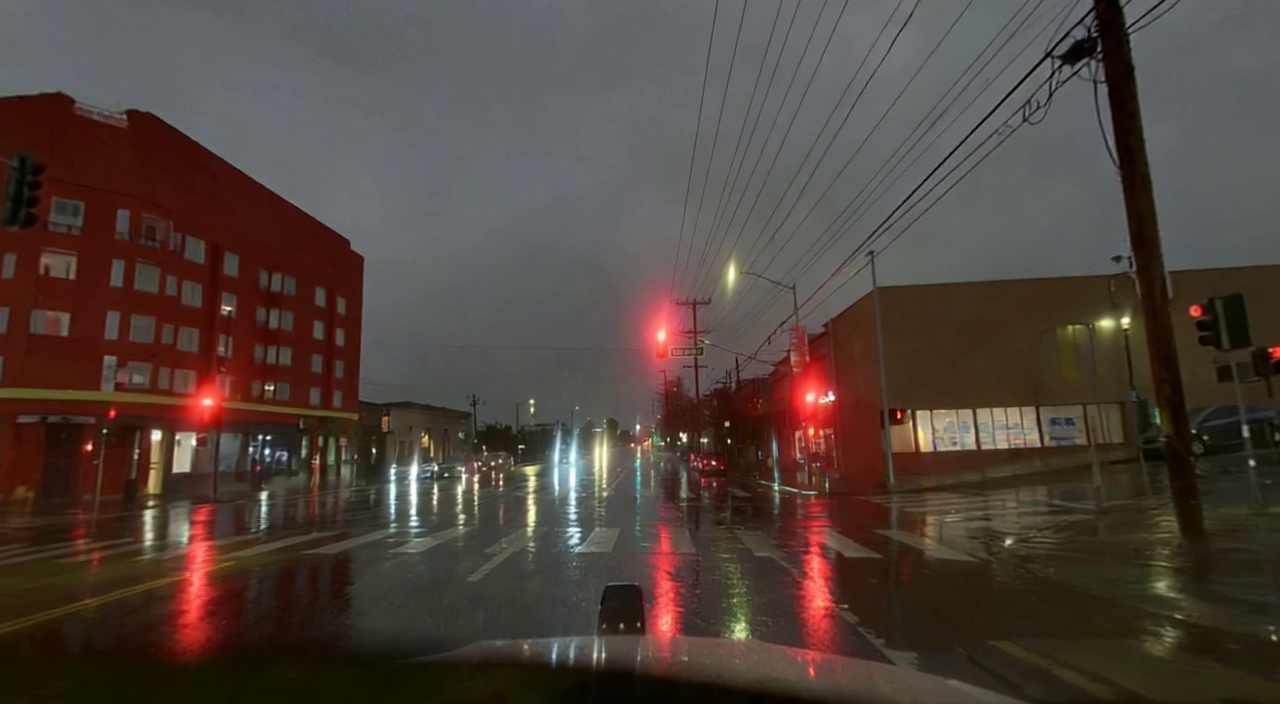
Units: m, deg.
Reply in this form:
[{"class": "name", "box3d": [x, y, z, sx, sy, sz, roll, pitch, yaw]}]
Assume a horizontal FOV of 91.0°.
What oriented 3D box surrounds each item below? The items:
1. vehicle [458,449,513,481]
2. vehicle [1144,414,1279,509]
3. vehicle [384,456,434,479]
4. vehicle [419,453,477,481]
[{"class": "vehicle", "box3d": [-8.710, 6.394, 35.822, 2.020, 1.672, 3.842, 0, -9, 3]}, {"class": "vehicle", "box3d": [12.599, 2.175, 12.632, 3.234, 1.746, 1.941, 0, -9, 0]}, {"class": "vehicle", "box3d": [-16.657, 8.342, 45.597, 1.843, 1.494, 4.109, 0, -9, 3]}, {"class": "vehicle", "box3d": [-11.894, 7.133, 39.349, 1.943, 1.574, 4.727, 0, -9, 3]}]
